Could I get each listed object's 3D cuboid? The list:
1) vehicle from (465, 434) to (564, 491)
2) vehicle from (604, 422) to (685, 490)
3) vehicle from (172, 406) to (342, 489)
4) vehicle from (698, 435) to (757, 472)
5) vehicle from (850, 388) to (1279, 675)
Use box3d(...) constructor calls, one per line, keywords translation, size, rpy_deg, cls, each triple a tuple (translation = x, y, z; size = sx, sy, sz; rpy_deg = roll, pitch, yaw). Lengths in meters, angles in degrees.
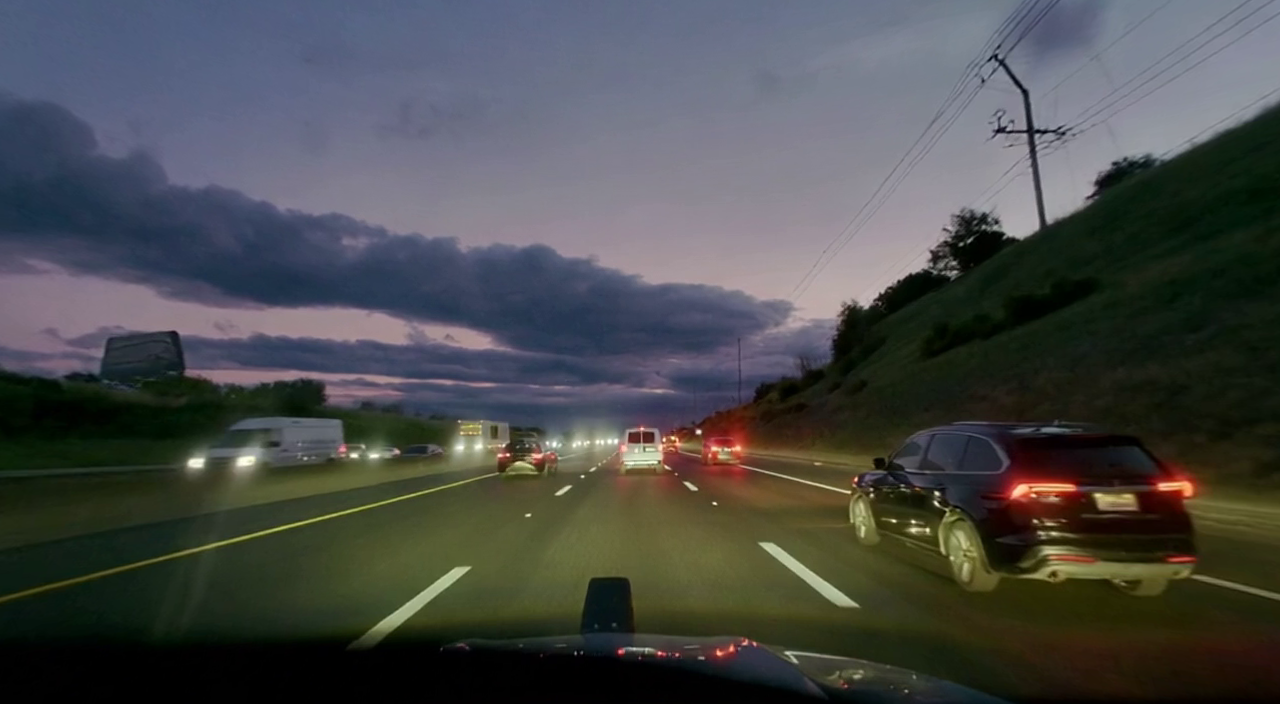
box3d(translation=(-3.687, 3.308, 19.431), size=(2.093, 1.517, 4.648), rpy_deg=(0, -8, 0), cls="vehicle")
box3d(translation=(0.078, 3.079, 19.035), size=(2.159, 1.811, 4.238), rpy_deg=(0, -8, -1), cls="vehicle")
box3d(translation=(-15.139, 3.829, 25.723), size=(2.553, 2.909, 7.010), rpy_deg=(0, -8, 0), cls="vehicle")
box3d(translation=(3.902, 4.587, 28.900), size=(1.923, 1.562, 4.691), rpy_deg=(0, -8, -2), cls="vehicle")
box3d(translation=(3.483, 1.262, 5.468), size=(2.038, 1.621, 3.622), rpy_deg=(0, -8, 0), cls="vehicle")
